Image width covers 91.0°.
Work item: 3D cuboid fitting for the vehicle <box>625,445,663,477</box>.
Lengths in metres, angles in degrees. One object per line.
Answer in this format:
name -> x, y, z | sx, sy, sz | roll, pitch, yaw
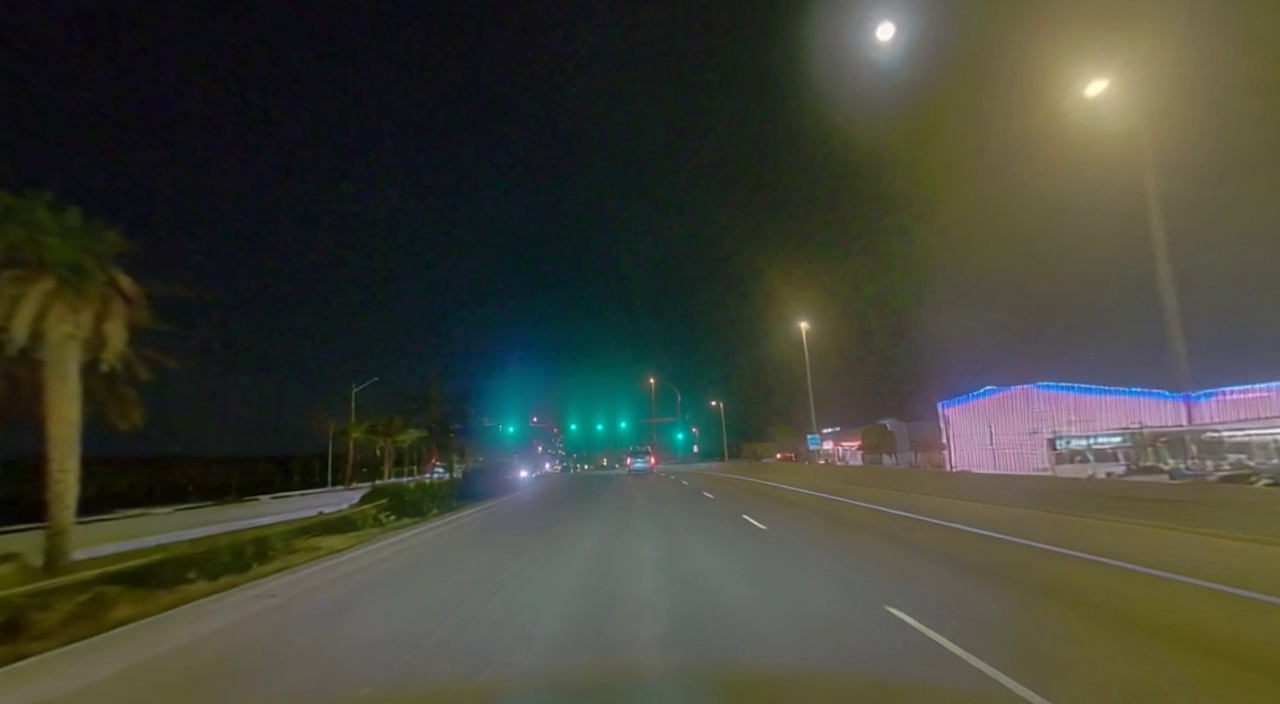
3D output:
vehicle -> 0.216, 6.353, 37.015 | 2.089, 1.718, 4.193 | 0, -9, 0
